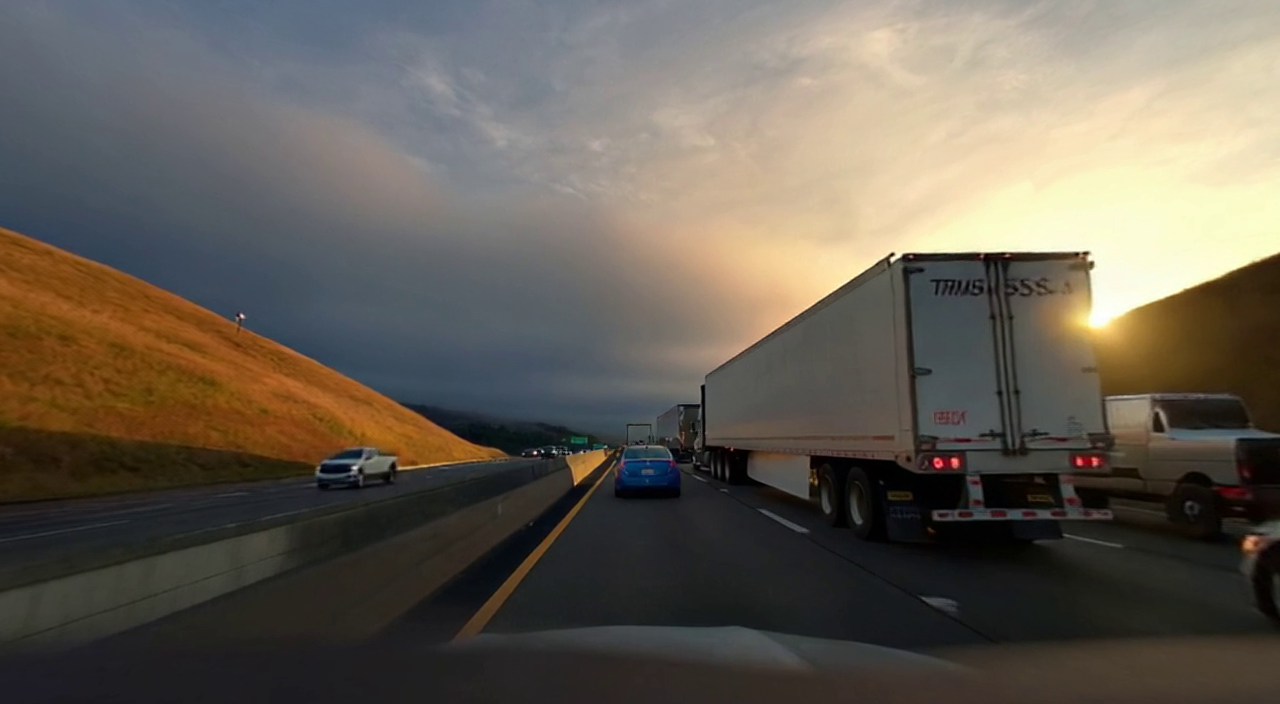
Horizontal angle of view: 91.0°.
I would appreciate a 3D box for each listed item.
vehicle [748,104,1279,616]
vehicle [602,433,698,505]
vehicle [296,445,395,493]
[{"bbox_3d":[4.527,0.598,10.117,3.235,4.197,9.908,0,-8,-3],"label":"vehicle"},{"bbox_3d":[0.209,2.779,15.450,2.045,1.507,3.763,-1,-8,0],"label":"vehicle"},{"bbox_3d":[-11.760,4.658,25.487,1.988,1.727,4.217,-1,-8,0],"label":"vehicle"}]
